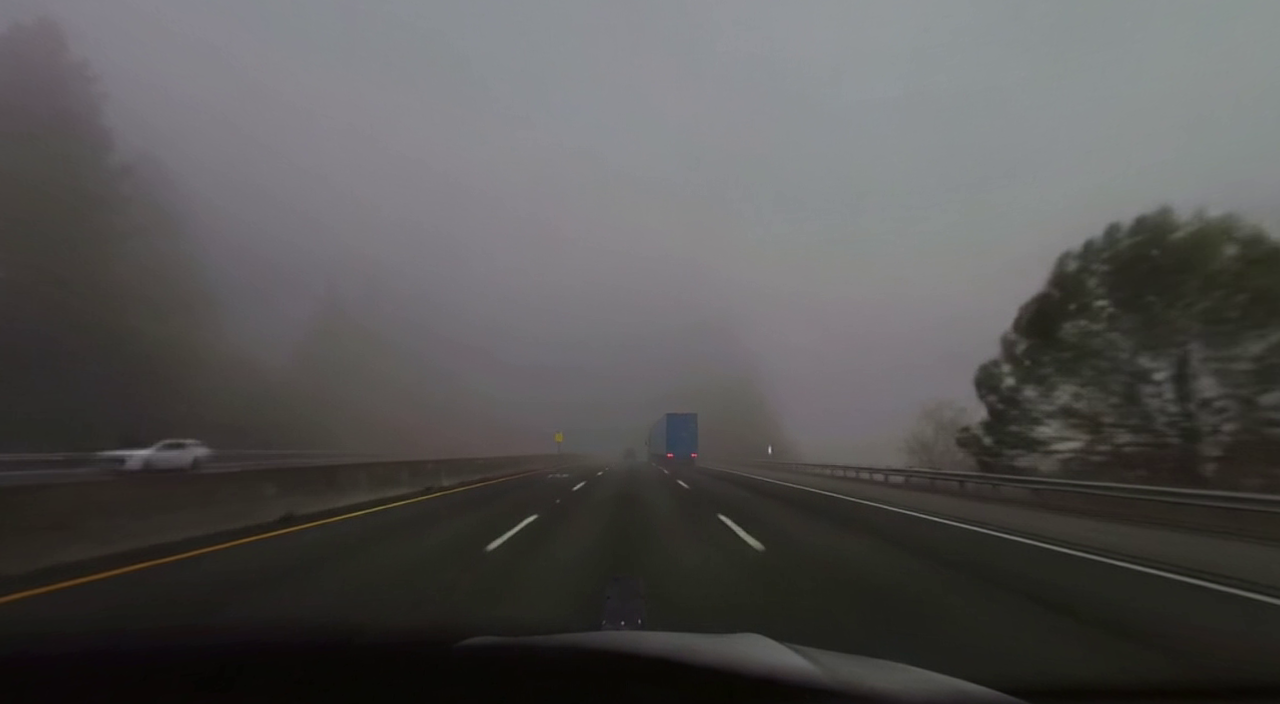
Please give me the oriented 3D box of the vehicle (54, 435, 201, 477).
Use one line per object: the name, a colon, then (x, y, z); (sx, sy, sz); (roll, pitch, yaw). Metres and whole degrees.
vehicle: (-20.040, 4.107, 24.992); (1.899, 1.491, 4.688); (0, -9, 0)
